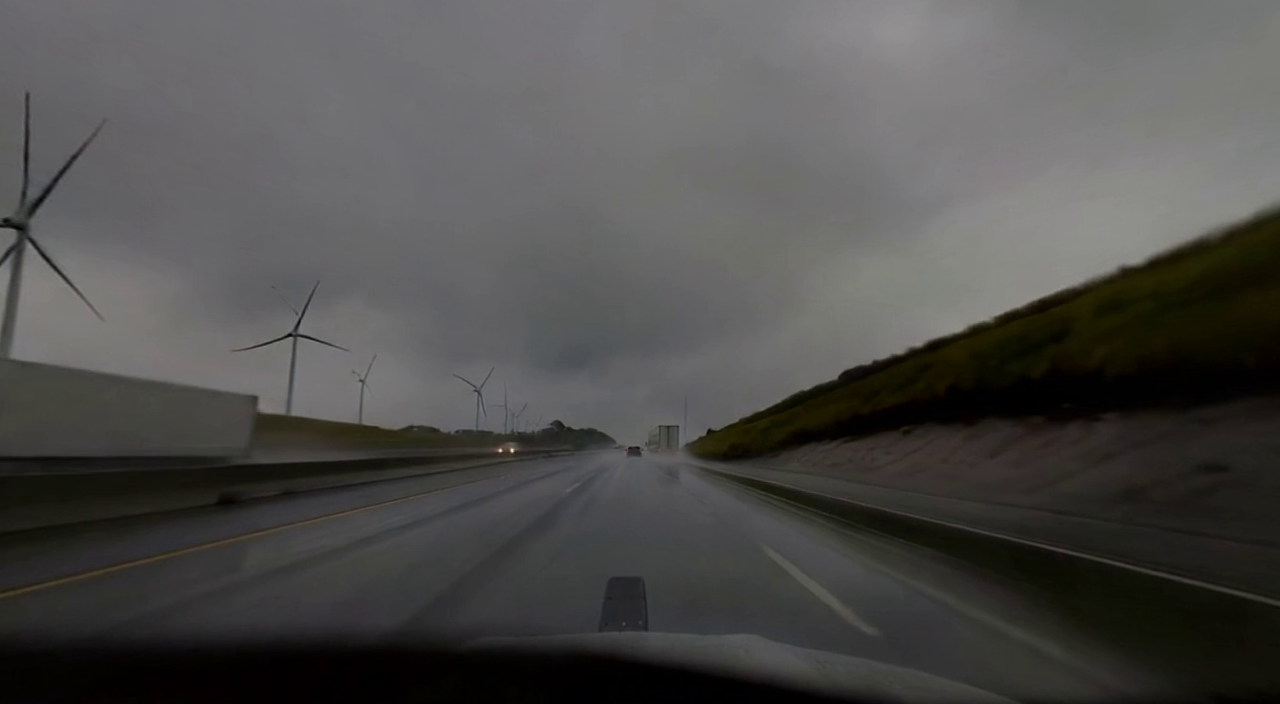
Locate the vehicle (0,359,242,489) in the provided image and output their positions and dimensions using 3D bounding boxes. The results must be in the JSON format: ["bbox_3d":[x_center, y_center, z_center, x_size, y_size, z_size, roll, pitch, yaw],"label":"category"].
[{"bbox_3d":[-19.216,2.548,20.863,3.132,3.540,13.884,0,-9,0],"label":"vehicle"}]

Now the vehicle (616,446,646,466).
[{"bbox_3d":[-0.679,7.986,48.563,2.209,1.453,3.695,0,-9,-1],"label":"vehicle"}]
